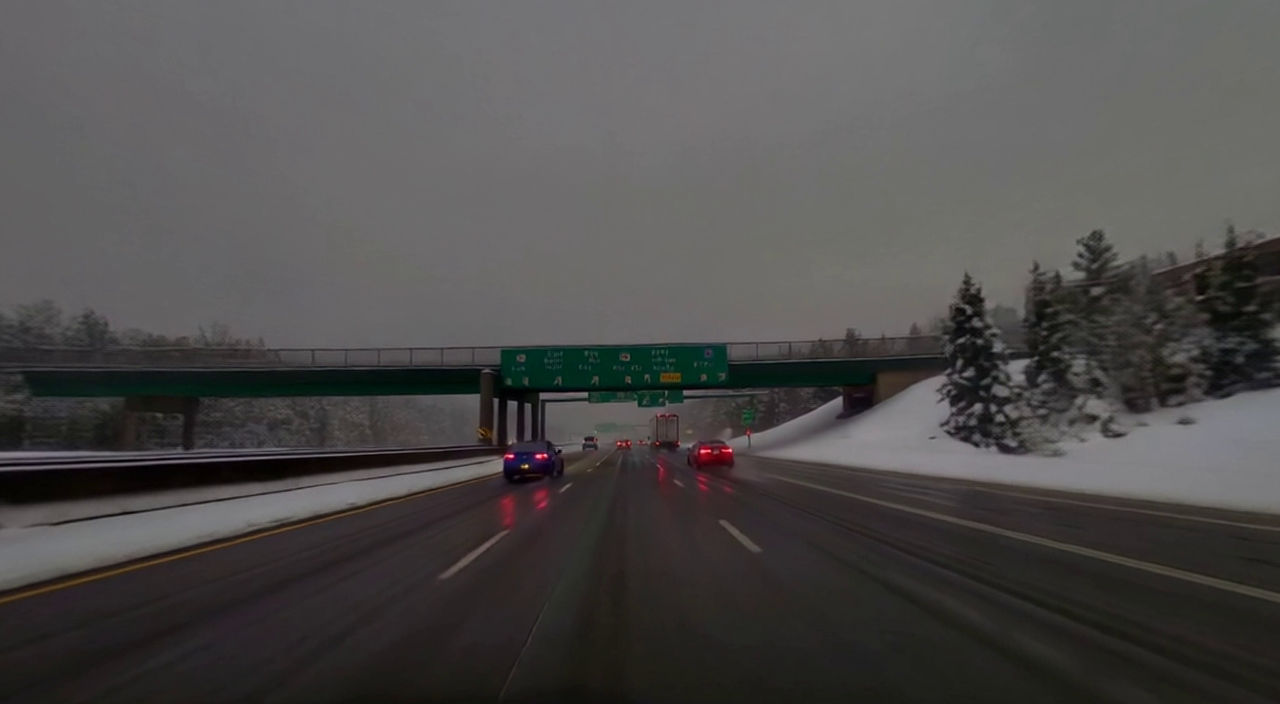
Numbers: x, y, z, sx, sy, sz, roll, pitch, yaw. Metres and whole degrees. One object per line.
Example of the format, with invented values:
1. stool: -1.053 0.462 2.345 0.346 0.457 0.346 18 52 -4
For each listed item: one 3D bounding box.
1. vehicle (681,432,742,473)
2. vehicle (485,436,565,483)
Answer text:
1. vehicle: 2.993 4.304 27.135 2.001 1.625 4.088 0 -8 -2
2. vehicle: -3.959 3.771 22.451 2.064 1.479 4.370 0 -8 0
